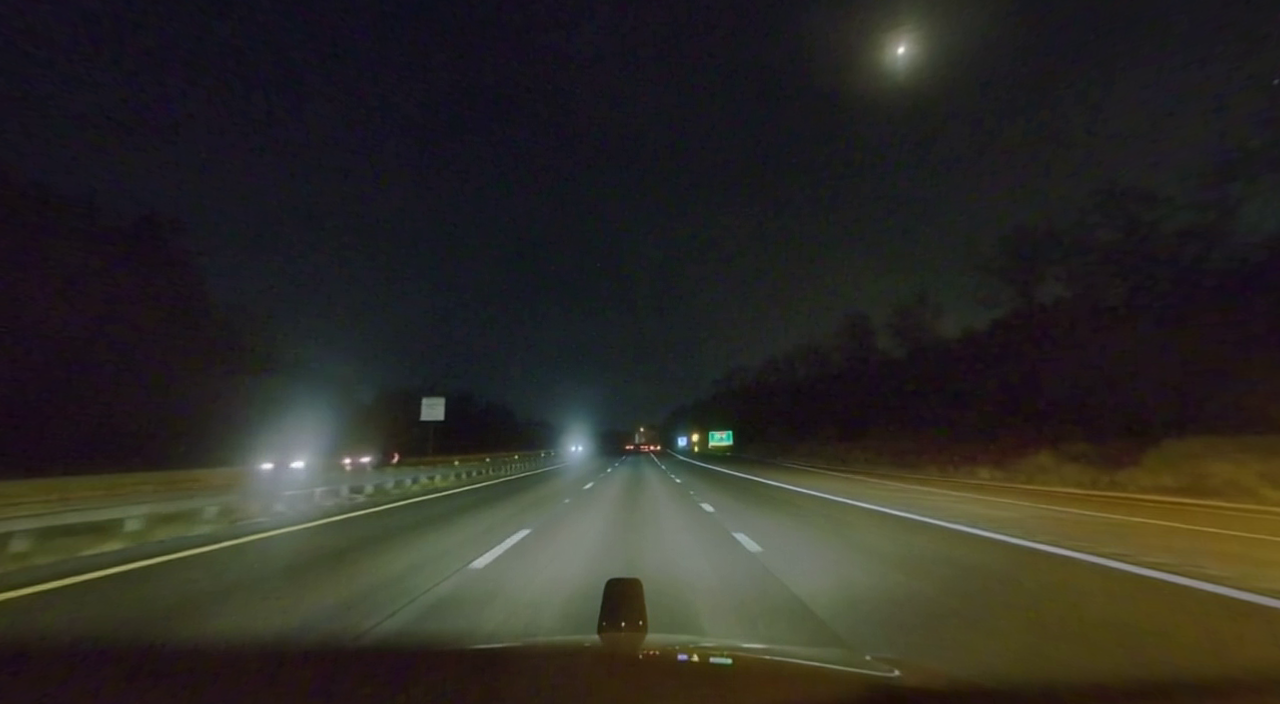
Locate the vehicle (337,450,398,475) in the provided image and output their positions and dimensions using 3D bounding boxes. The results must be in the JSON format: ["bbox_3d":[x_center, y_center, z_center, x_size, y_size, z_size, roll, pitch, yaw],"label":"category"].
[{"bbox_3d":[-18.304,7.413,42.521,2.062,1.516,4.761,0,-9,-1],"label":"vehicle"}]

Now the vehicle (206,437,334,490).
[{"bbox_3d":[-15.318,4.639,26.542,2.076,1.976,5.353,0,-9,0],"label":"vehicle"}]
